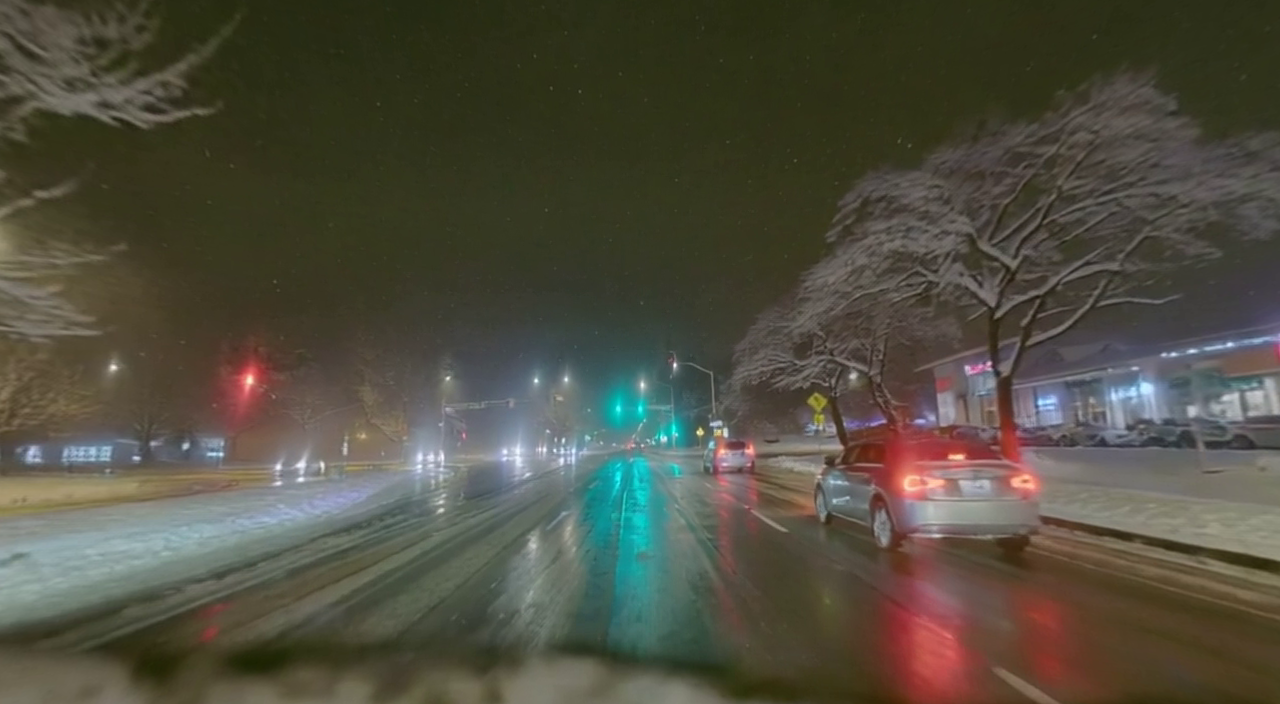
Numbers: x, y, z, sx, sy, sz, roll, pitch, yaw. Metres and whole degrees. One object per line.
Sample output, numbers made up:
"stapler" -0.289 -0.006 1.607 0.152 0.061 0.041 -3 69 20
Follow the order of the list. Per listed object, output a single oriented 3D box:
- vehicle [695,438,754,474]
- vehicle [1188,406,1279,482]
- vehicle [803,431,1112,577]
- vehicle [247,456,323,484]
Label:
"vehicle" 3.769 4.724 28.952 1.939 1.474 4.716 0 -8 -1
"vehicle" 14.891 2.215 15.185 2.165 1.591 4.471 -8 -12 43
"vehicle" 3.743 1.836 8.488 1.872 1.431 4.270 0 -8 -1
"vehicle" -22.024 7.313 39.346 1.906 1.547 4.956 0 -8 -1
